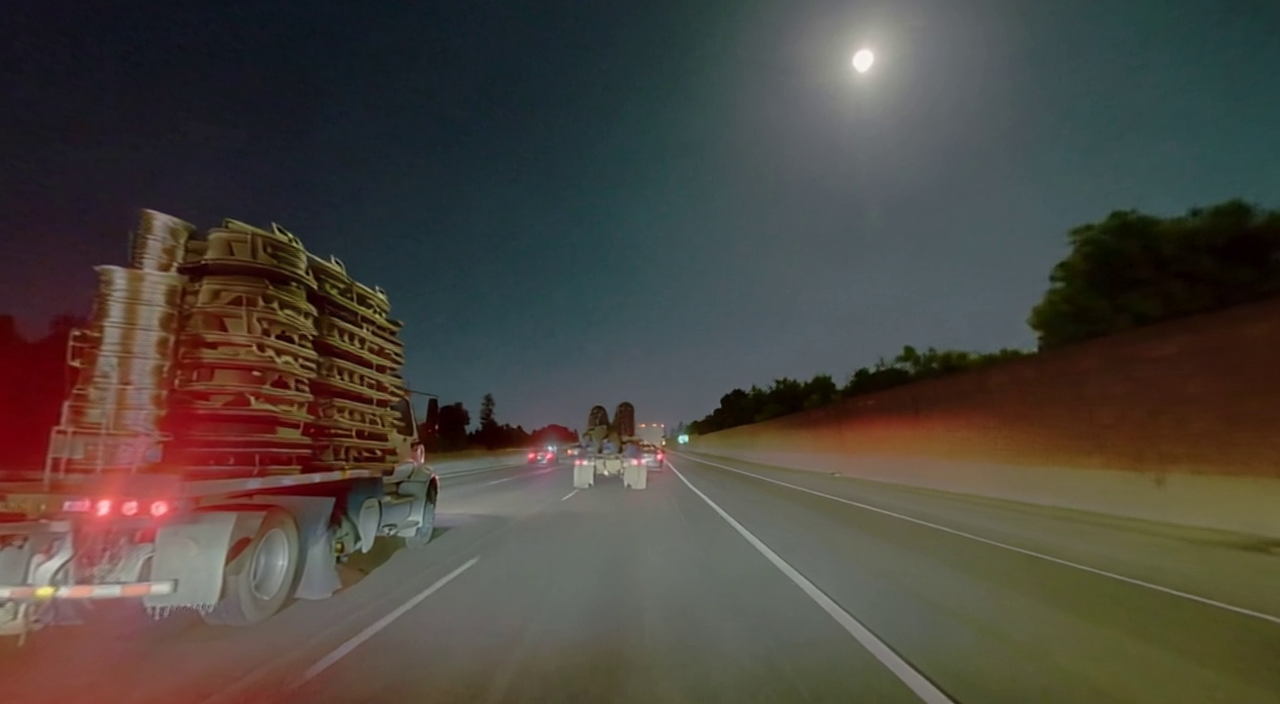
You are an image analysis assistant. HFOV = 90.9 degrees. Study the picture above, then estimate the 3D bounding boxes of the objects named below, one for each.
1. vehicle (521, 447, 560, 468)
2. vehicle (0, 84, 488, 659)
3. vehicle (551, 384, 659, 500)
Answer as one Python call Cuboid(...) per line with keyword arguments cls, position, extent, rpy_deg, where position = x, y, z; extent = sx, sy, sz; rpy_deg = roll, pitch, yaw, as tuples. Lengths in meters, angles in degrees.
Cuboid(cls="vehicle", position=(-7.187, 7.683, 46.077), extent=(2.006, 1.458, 4.700), rpy_deg=(0, -8, 1))
Cuboid(cls="vehicle", position=(-4.073, 0.435, 7.251), extent=(2.998, 3.992, 5.800), rpy_deg=(0, -8, 1))
Cuboid(cls="vehicle", position=(-1.494, 3.019, 21.188), extent=(2.798, 3.071, 8.412), rpy_deg=(1, -8, -9))
